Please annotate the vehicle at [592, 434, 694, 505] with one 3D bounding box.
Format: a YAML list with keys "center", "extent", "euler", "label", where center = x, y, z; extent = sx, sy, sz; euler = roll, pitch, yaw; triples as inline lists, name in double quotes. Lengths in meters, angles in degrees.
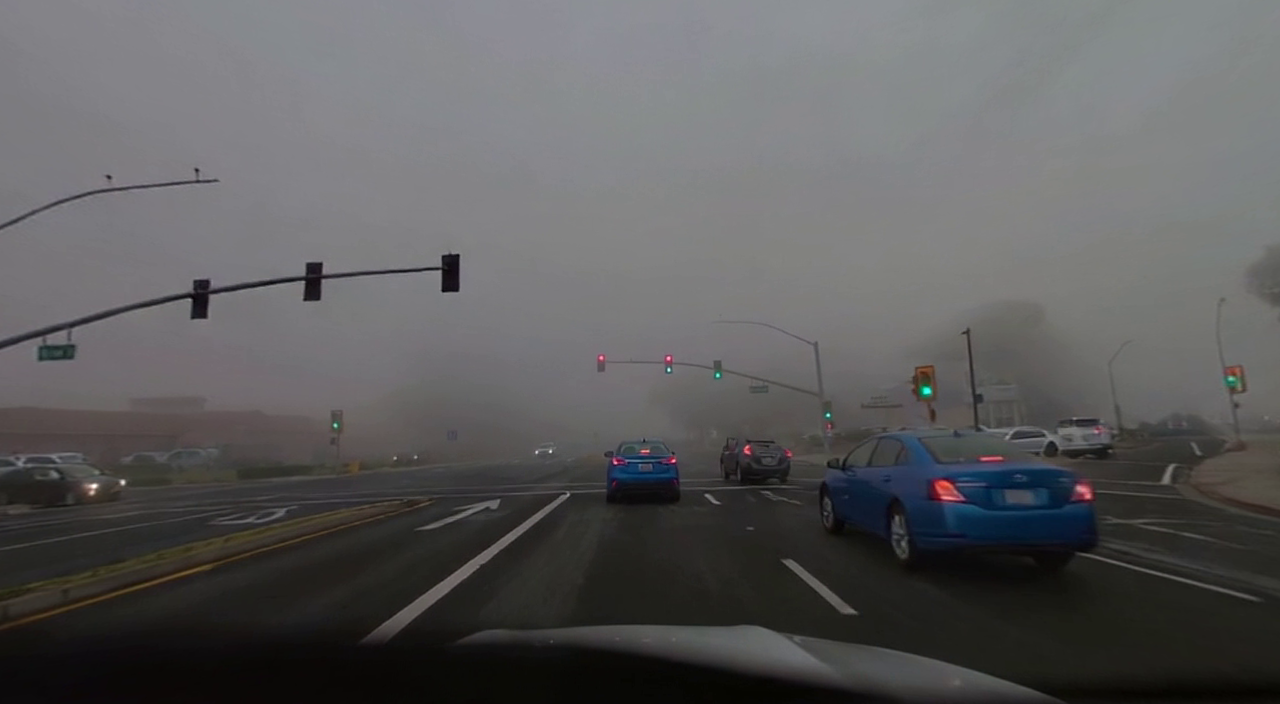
- center: [0.009, 2.767, 15.339]
  extent: [2.135, 1.468, 4.076]
  euler: [0, -8, -1]
  label: "vehicle"

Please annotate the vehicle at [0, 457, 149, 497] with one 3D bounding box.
- center: [-26.212, 5.786, 29.418]
  extent: [4.780, 1.669, 2.232]
  euler: [0, -8, -2]
  label: "vehicle"

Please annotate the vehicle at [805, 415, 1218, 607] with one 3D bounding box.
- center: [3.513, 1.584, 7.299]
  extent: [1.889, 1.473, 4.643]
  euler: [0, -8, -1]
  label: "vehicle"

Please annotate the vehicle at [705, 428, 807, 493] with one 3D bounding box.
- center: [3.191, 3.103, 18.421]
  extent: [1.973, 1.633, 4.717]
  euler: [0, -8, -1]
  label: "vehicle"

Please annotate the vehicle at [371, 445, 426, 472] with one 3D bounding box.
- center: [-18.806, 8.306, 49.573]
  extent: [2.324, 1.911, 5.610]
  euler: [0, -8, -3]
  label: "vehicle"
